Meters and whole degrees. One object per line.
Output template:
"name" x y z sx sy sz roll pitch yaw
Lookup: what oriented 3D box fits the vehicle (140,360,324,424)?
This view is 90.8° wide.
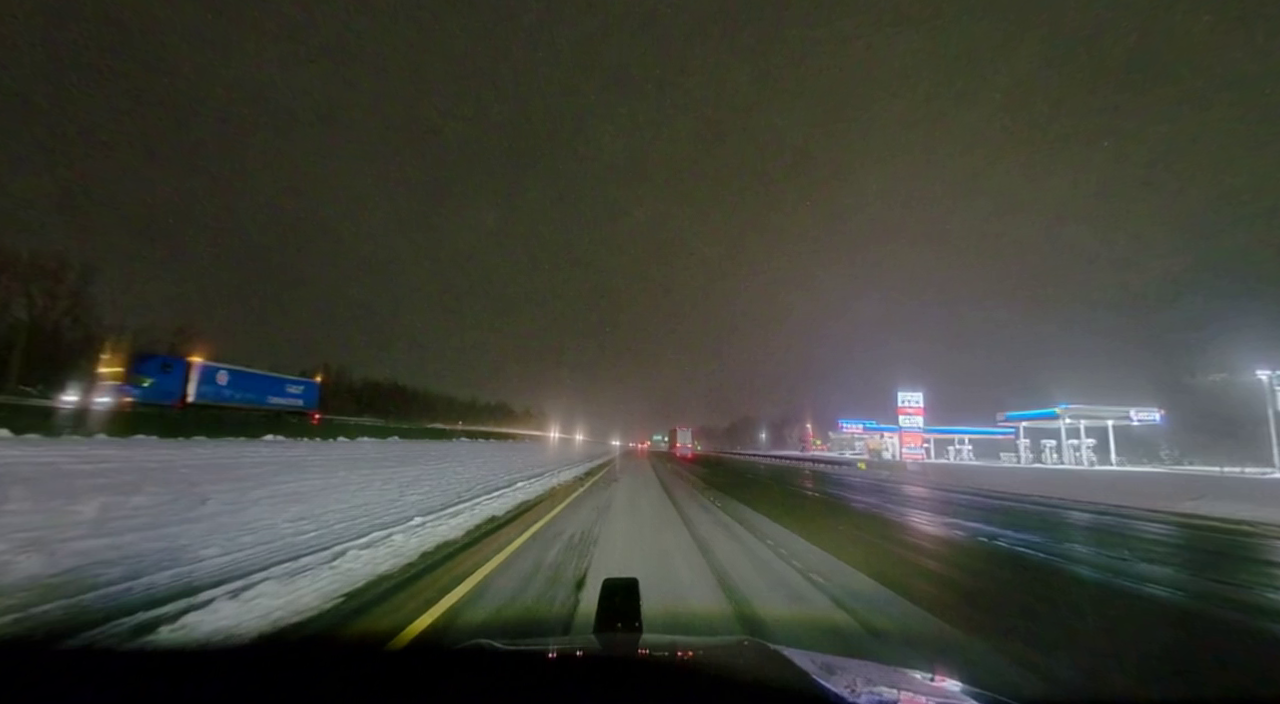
"vehicle" -28.448 3.322 45.887 2.890 3.470 16.042 -1 -8 0

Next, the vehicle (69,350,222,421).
"vehicle" -28.368 2.151 36.793 2.962 3.493 7.203 -1 -8 0
